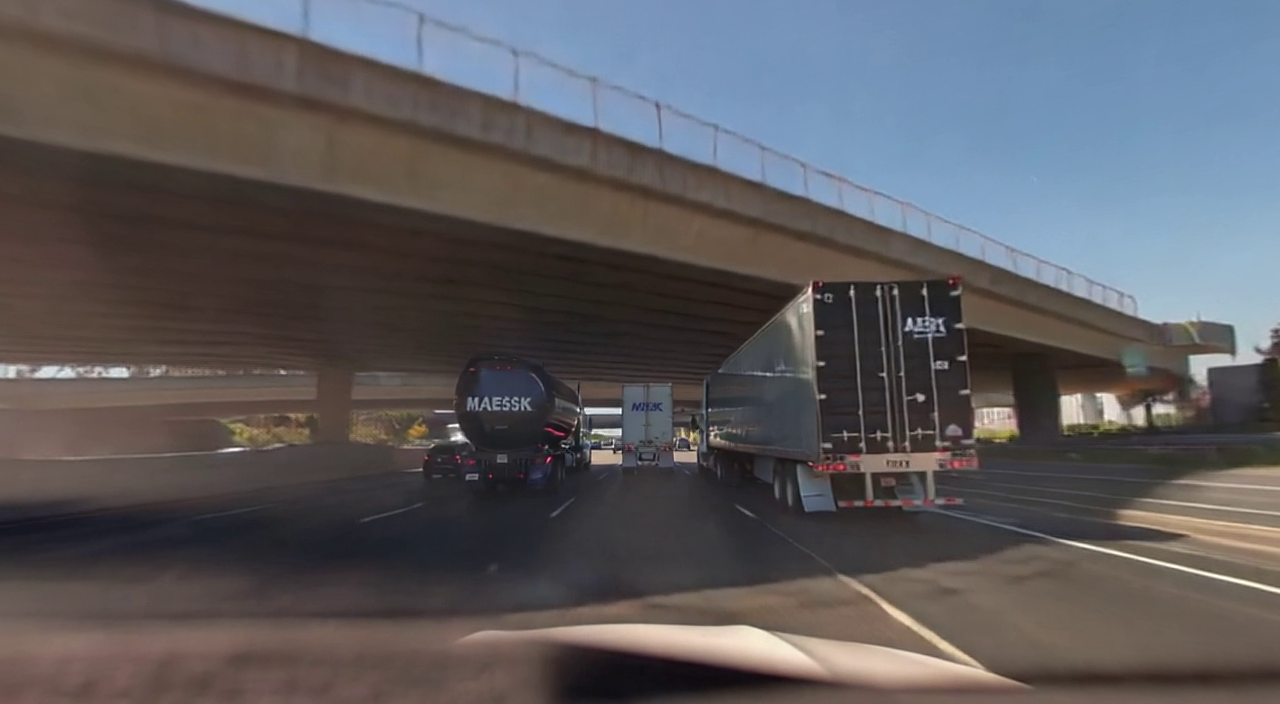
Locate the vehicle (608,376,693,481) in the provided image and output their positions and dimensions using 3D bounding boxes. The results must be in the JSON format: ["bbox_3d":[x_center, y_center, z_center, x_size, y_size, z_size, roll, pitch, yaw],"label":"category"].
[{"bbox_3d":[0.474,4.132,32.346,3.097,3.856,18.209,0,-8,1],"label":"vehicle"}]

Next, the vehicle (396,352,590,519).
[{"bbox_3d":[-3.275,2.415,17.831,2.786,3.228,11.082,0,-8,0],"label":"vehicle"}]

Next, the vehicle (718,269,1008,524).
[{"bbox_3d":[4.477,1.730,17.577,2.887,4.178,14.553,0,-8,0],"label":"vehicle"}]
